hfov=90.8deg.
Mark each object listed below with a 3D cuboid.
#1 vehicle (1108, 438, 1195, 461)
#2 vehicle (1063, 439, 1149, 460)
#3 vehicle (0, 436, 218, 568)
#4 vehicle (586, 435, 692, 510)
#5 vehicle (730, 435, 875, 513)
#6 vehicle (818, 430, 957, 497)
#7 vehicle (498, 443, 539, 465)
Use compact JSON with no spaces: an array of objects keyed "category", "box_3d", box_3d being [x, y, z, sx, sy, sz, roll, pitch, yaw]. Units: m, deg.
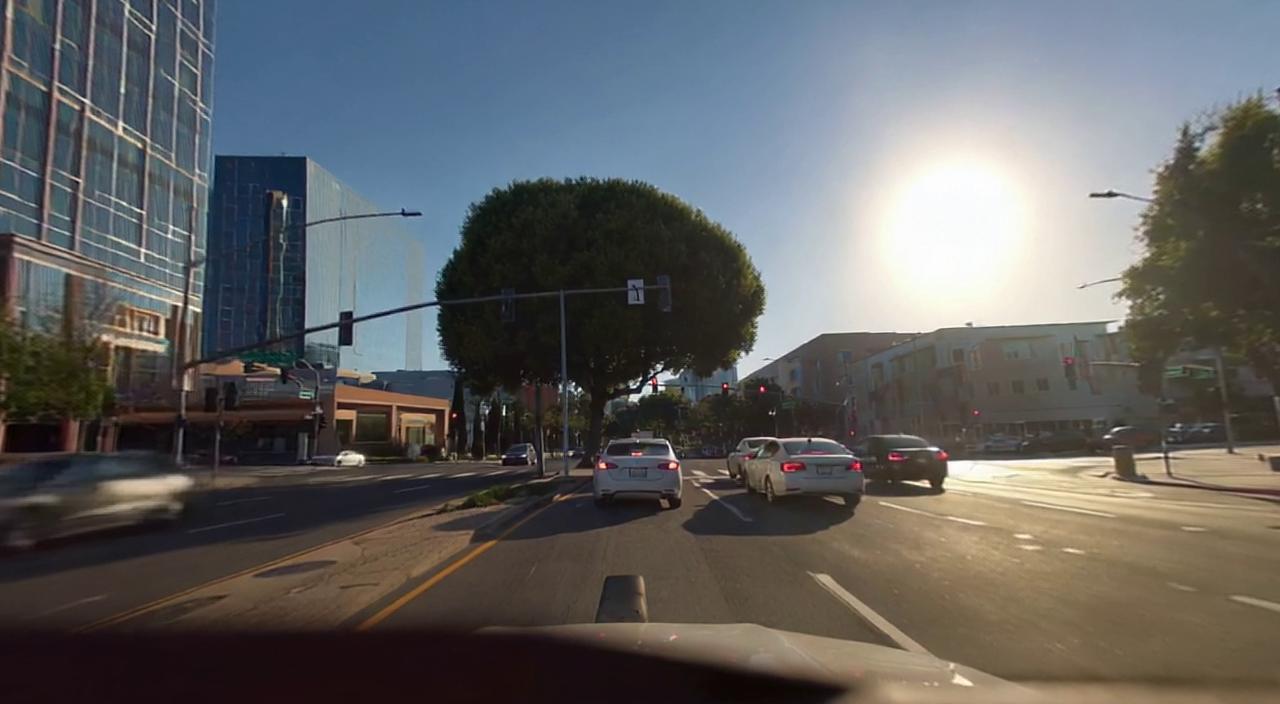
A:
[{"category":"vehicle","box_3d":[34.852,6.648,43.142,4.190,1.535,1.998,0,-9,-1]},{"category":"vehicle","box_3d":[34.274,7.189,46.533,4.616,1.476,2.165,1,-9,-3]},{"category":"vehicle","box_3d":[-8.494,2.031,9.218,1.965,1.530,3.883,0,-9,0]},{"category":"vehicle","box_3d":[-0.047,2.682,14.472,2.087,1.468,4.014,0,-9,-1]},{"category":"vehicle","box_3d":[3.472,2.701,14.509,2.018,1.491,4.544,0,-9,-1]},{"category":"vehicle","box_3d":[7.252,3.332,19.220,2.177,1.774,4.743,0,-9,-2]},{"category":"vehicle","box_3d":[-8.759,7.410,45.993,2.004,1.476,4.671,0,-9,1]}]
